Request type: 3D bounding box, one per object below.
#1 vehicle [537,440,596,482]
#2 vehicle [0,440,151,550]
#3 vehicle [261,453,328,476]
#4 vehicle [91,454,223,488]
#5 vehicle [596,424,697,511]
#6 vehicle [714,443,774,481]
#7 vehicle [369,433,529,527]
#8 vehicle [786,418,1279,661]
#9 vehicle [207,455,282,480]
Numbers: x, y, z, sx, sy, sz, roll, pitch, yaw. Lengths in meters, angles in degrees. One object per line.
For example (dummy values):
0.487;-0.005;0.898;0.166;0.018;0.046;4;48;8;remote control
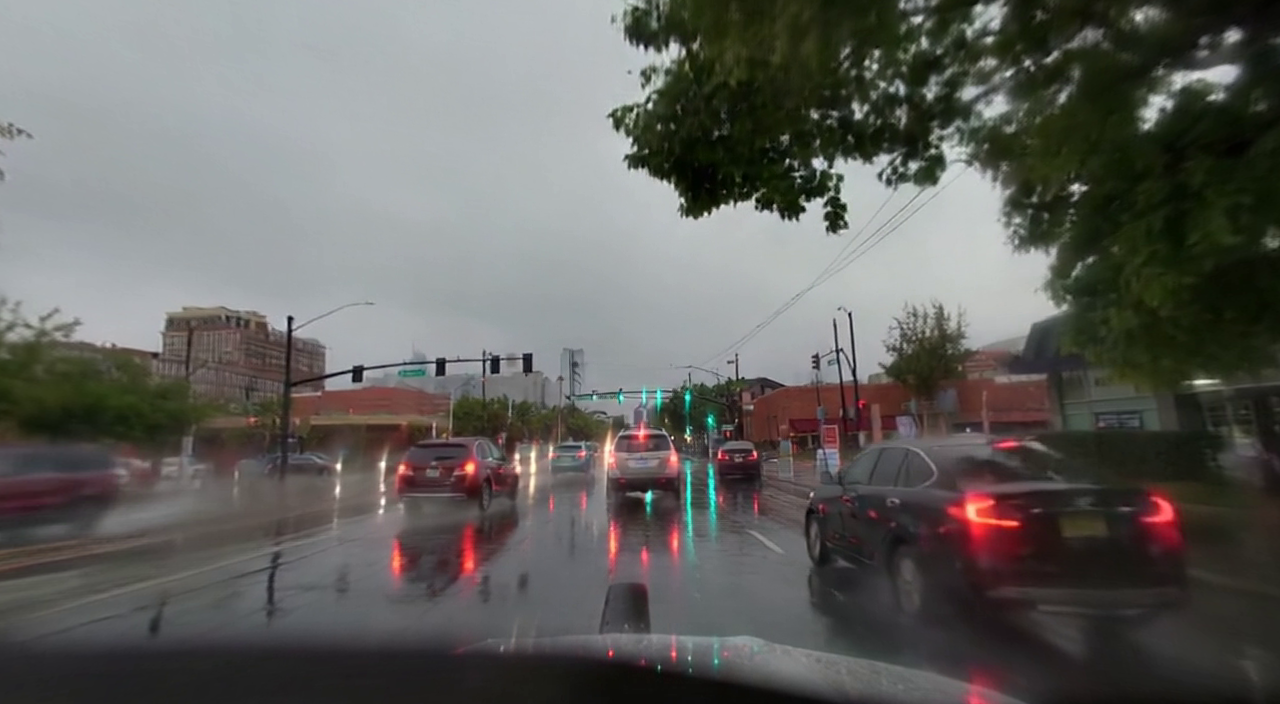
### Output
-3.035;4.590;26.841;1.894;1.642;3.861;0;-8;2;vehicle
-10.961;2.326;10.472;1.948;1.691;4.532;0;-8;1;vehicle
-27.169;8.836;49.631;4.221;1.703;1.930;-1;-8;6;vehicle
-29.648;7.270;38.966;2.021;1.802;5.987;-5;-10;30;vehicle
0.176;2.679;15.054;2.075;1.770;4.018;0;-8;1;vehicle
4.259;4.561;26.490;1.986;1.457;4.566;0;-8;3;vehicle
-3.680;2.529;13.054;1.886;1.599;4.247;0;-8;1;vehicle
2.977;1.490;6.168;2.030;1.492;4.383;0;-8;0;vehicle
-29.250;8.548;46.713;4.337;1.690;1.875;-1;-8;5;vehicle
